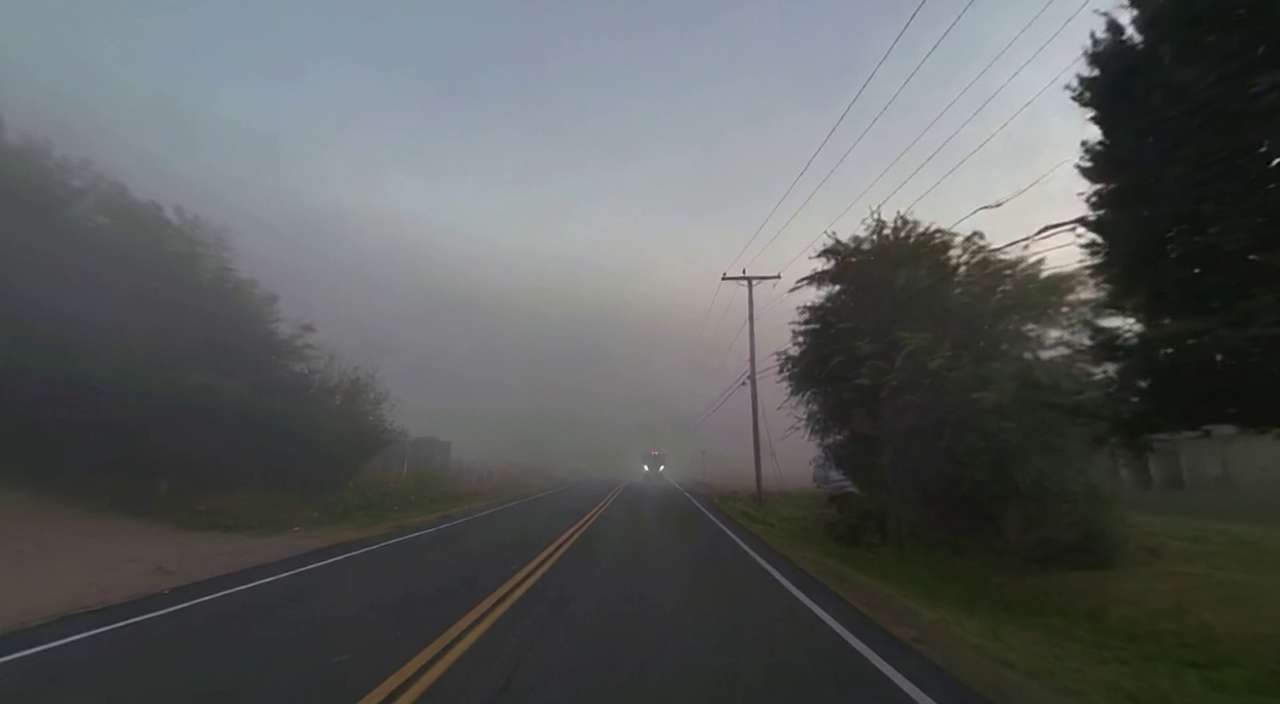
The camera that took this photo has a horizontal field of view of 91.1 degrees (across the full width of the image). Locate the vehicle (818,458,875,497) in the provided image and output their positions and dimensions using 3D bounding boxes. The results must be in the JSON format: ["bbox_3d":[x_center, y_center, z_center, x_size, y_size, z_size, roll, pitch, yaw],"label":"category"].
[{"bbox_3d":[11.250,6.855,34.593,2.077,1.919,4.690,-3,-10,8],"label":"vehicle"}]

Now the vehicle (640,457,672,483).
[{"bbox_3d":[1.189,9.005,48.165,2.319,1.843,4.513,1,-10,1],"label":"vehicle"}]
